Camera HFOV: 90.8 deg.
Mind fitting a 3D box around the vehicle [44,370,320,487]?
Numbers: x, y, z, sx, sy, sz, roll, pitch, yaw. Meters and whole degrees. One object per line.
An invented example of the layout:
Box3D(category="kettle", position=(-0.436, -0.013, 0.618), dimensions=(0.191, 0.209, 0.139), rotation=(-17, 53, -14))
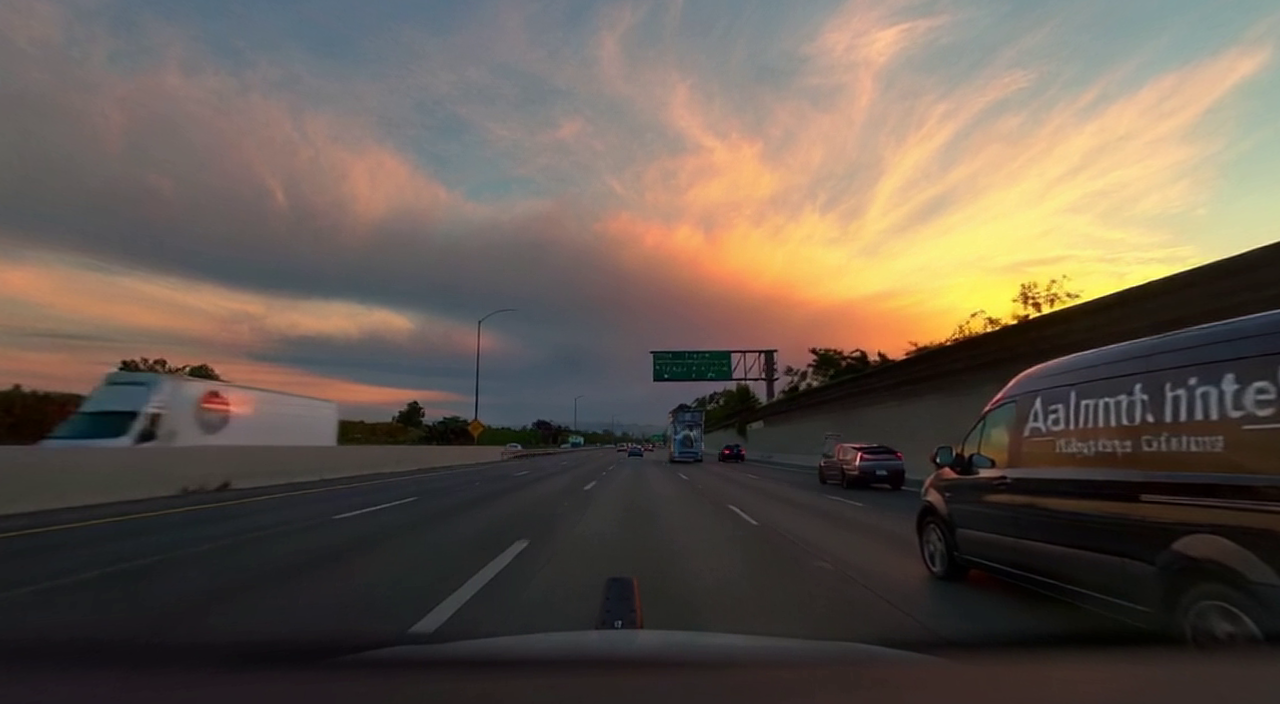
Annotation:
Box3D(category="vehicle", position=(-17.275, 3.215, 25.518), dimensions=(2.999, 3.721, 10.788), rotation=(0, -9, 0))

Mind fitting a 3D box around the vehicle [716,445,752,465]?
Box3D(category="vehicle", position=(7.299, 8.044, 49.417), dimensions=(2.008, 1.471, 4.591), rotation=(0, -9, -1))

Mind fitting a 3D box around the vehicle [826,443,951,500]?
Box3D(category="vehicle", position=(7.134, 3.444, 18.710), dimensions=(1.837, 1.452, 4.414), rotation=(0, -9, -1))

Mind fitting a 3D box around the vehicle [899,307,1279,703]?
Box3D(category="vehicle", position=(3.684, 0.981, 3.941), dimensions=(2.035, 1.931, 4.841), rotation=(0, -9, 0))
